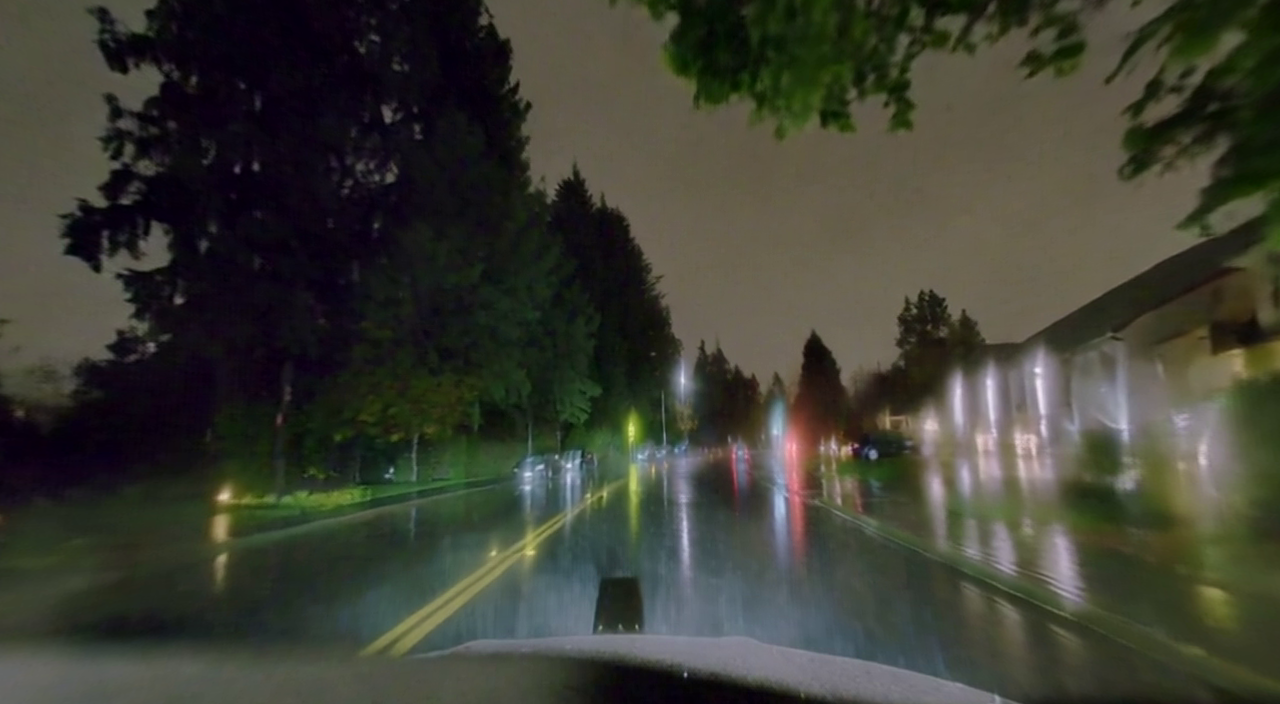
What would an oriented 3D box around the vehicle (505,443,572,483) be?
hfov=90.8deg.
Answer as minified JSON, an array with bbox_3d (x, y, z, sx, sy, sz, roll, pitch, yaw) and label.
[{"bbox_3d":[-4.473,5.092,28.579,1.886,1.494,4.149,-2,-13,7],"label":"vehicle"}]

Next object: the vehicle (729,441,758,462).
[{"bbox_3d":[8.065,7.710,48.943,1.972,1.460,4.137,-2,-8,11],"label":"vehicle"}]

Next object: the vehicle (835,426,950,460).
[{"bbox_3d":[12.237,4.437,30.839,4.744,1.507,1.953,-1,-8,4],"label":"vehicle"}]

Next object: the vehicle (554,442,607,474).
[{"bbox_3d":[-3.307,6.050,35.749,1.972,1.536,4.347,-2,-13,8],"label":"vehicle"}]
